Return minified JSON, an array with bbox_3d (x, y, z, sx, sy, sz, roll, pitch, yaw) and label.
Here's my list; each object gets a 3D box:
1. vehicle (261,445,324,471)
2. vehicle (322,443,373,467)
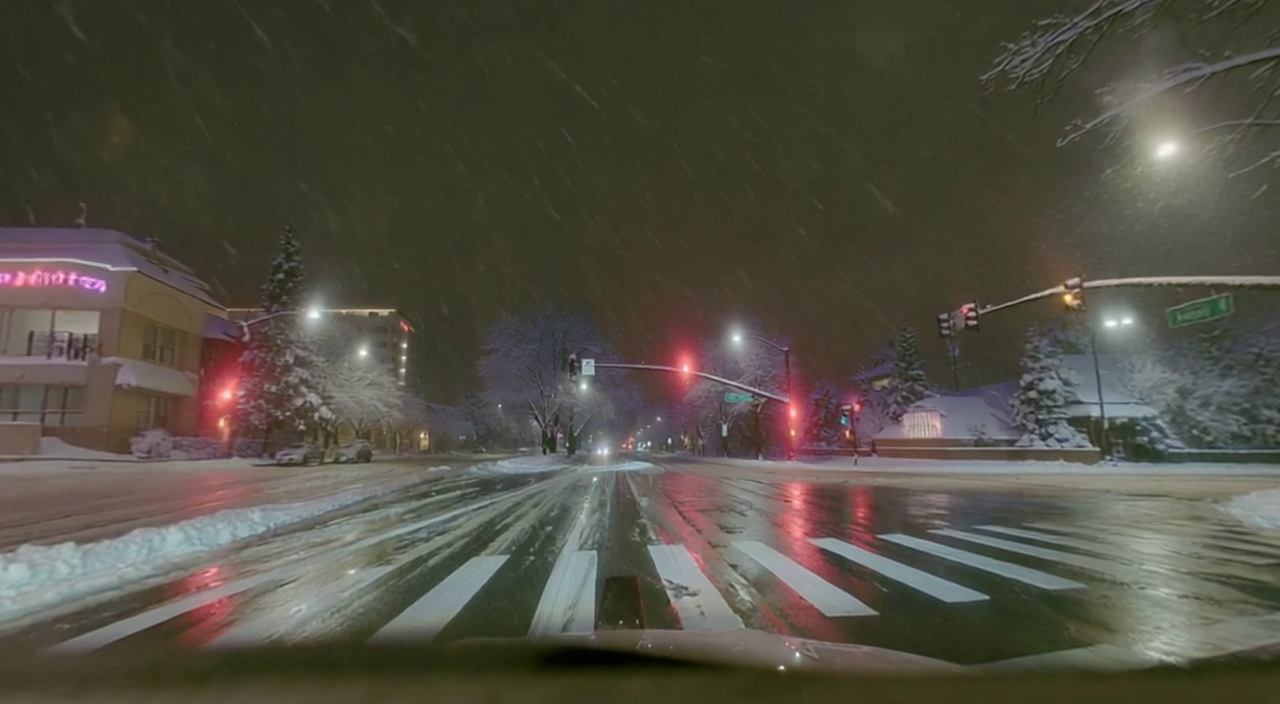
[{"bbox_3d":[-21.837,6.660,39.869,2.005,1.496,4.020,1,-8,-7],"label":"vehicle"},{"bbox_3d":[-22.398,7.912,48.601,2.023,1.706,4.756,1,-8,-6],"label":"vehicle"}]
